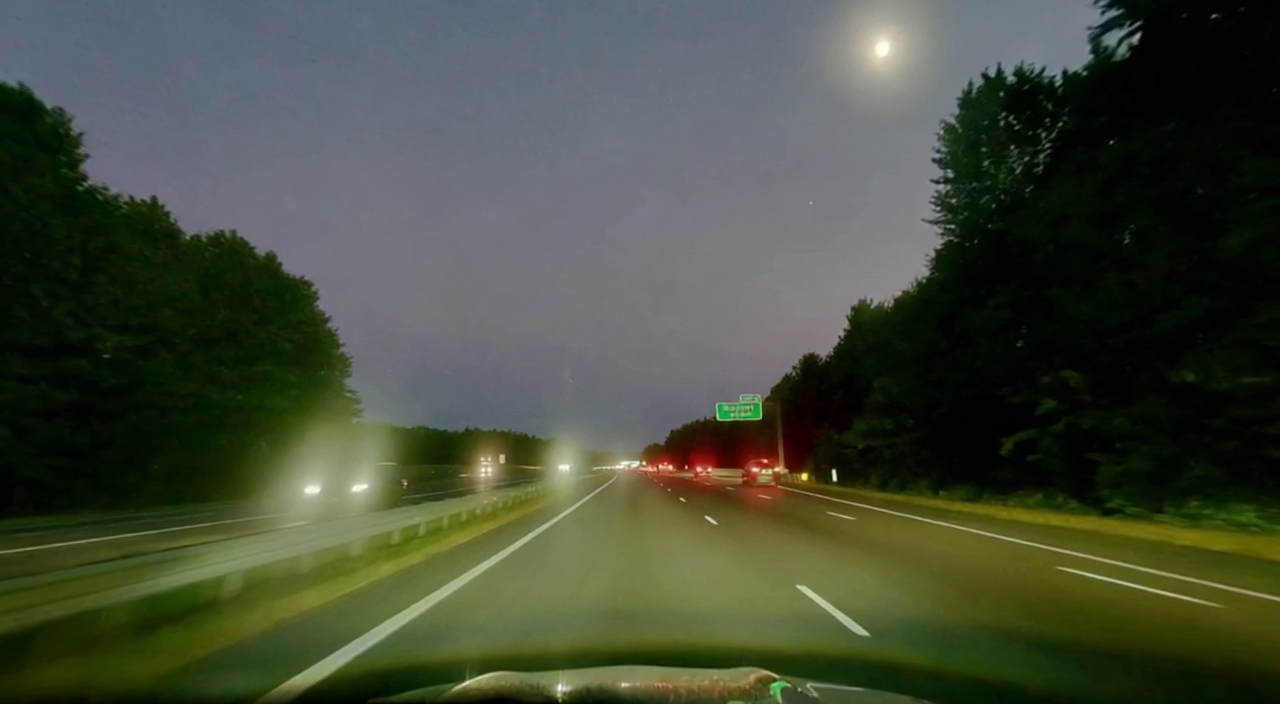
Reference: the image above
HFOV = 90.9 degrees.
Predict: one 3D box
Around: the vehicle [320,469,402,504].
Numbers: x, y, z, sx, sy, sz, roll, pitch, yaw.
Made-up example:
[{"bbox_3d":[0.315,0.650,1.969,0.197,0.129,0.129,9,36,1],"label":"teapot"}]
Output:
[{"bbox_3d":[-13.122,6.325,29.941,1.851,1.496,4.537,1,-10,-1],"label":"vehicle"}]
